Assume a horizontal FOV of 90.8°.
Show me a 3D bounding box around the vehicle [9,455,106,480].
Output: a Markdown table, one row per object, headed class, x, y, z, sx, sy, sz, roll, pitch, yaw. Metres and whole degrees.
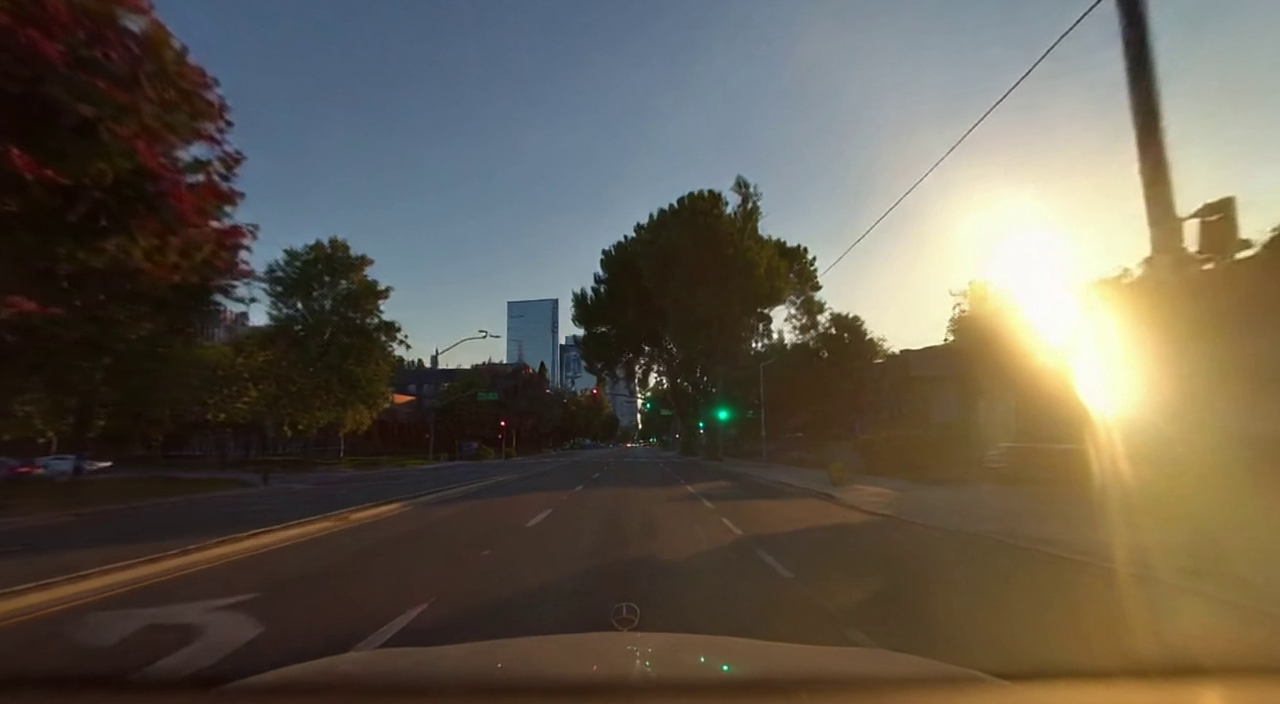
| class | x | y | z | sx | sy | sz | roll | pitch | yaw |
| --- | --- | --- | --- | --- | --- | --- | --- | --- | --- |
| vehicle | -37.032 | 7.320 | 40.343 | 1.807 | 1.460 | 4.600 | 0 | -9 | 0 |
